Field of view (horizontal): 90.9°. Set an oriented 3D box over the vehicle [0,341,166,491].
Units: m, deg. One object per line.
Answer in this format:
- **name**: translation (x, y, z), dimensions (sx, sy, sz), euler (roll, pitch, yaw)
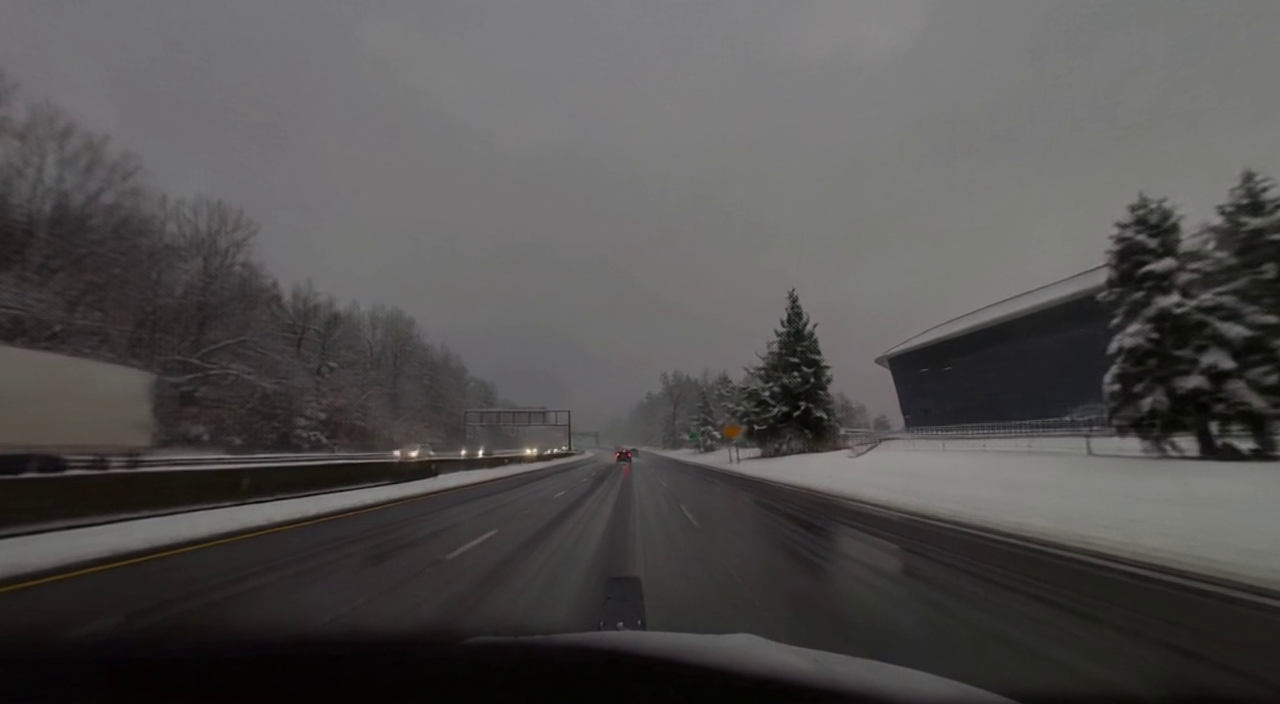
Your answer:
- **vehicle**: translation (-18.661, 1.971, 18.548), dimensions (2.892, 3.974, 8.106), euler (0, -9, 1)
